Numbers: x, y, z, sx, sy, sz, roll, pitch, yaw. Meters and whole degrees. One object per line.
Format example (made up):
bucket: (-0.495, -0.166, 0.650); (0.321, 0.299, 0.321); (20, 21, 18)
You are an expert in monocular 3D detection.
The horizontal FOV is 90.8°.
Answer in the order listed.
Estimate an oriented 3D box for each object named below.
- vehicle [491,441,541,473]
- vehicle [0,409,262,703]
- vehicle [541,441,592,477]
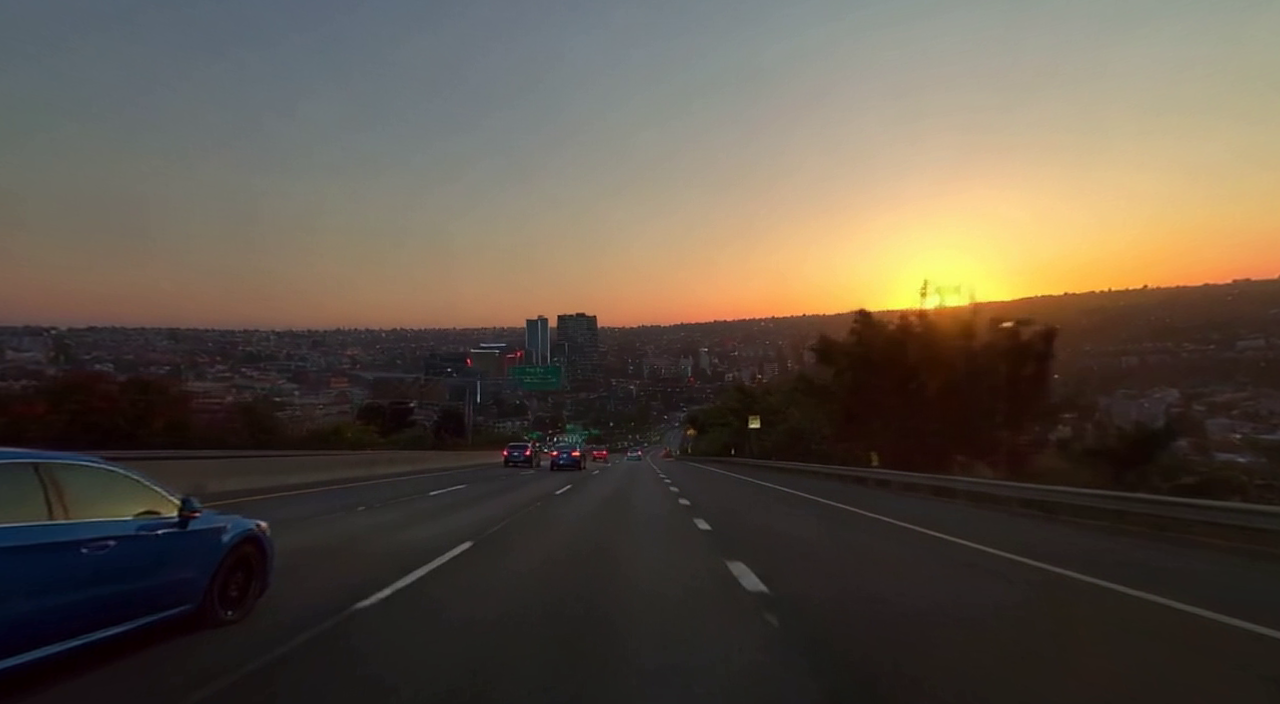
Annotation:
vehicle: (-7.589, 6.458, 39.098); (2.040, 1.824, 4.917); (0, -9, 0)
vehicle: (-3.966, 0.959, 2.527); (2.114, 1.480, 4.473); (0, -9, 0)
vehicle: (-3.657, 5.393, 32.159); (2.075, 1.702, 4.257); (0, -9, 0)
